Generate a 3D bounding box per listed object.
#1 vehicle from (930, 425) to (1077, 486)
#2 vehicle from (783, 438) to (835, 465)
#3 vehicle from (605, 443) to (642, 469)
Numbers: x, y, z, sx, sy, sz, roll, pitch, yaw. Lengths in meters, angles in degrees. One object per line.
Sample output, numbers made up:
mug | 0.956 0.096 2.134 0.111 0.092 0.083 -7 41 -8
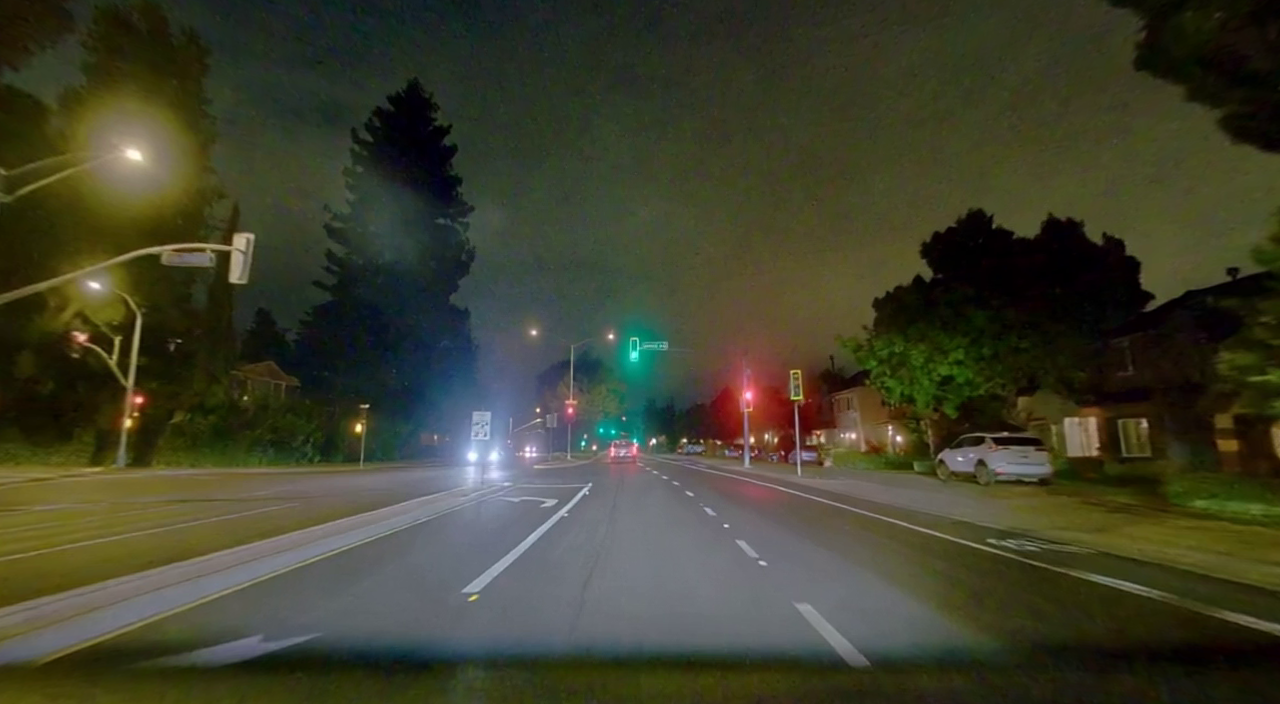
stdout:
vehicle | 11.799 3.391 20.924 2.053 1.759 4.494 0 -8 -2
vehicle | 11.244 6.656 42.231 2.018 1.665 4.576 0 -8 -2
vehicle | -1.044 6.320 38.427 2.113 1.462 4.203 0 -8 -2
